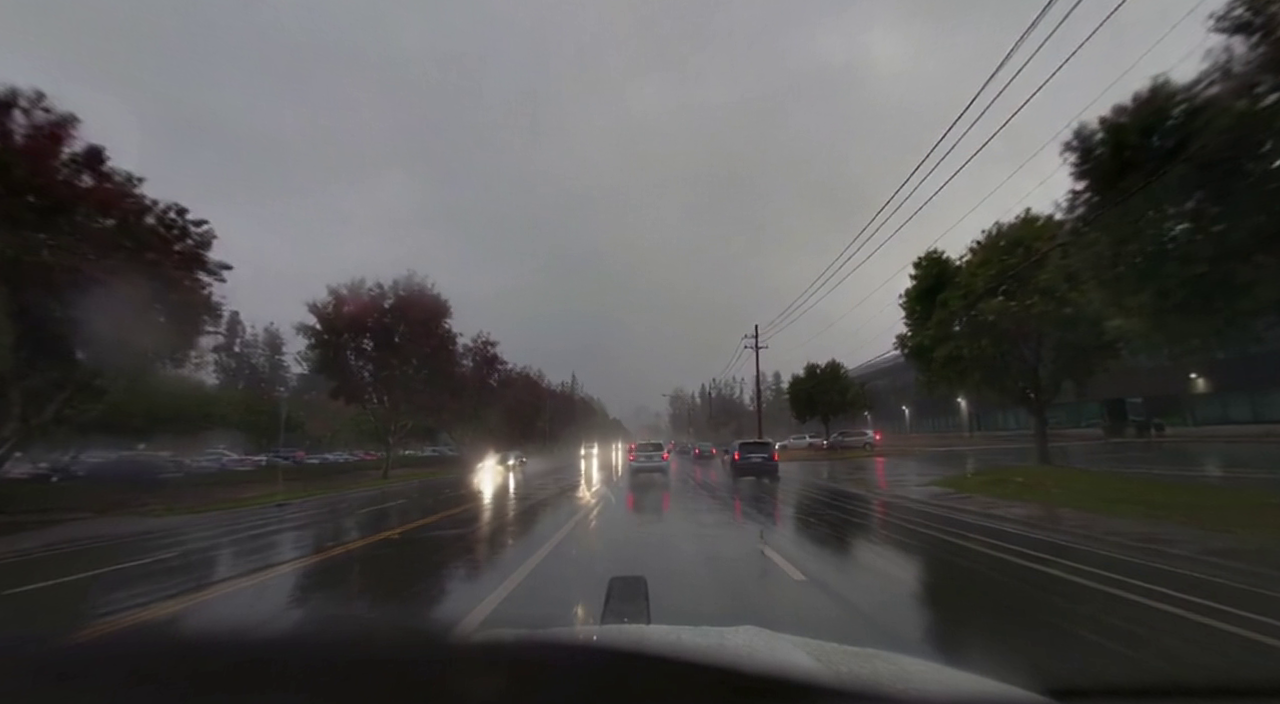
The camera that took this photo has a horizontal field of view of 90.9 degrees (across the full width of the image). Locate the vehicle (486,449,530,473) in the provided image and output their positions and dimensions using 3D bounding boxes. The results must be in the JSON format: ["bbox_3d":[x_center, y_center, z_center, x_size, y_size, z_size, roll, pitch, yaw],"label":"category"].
[{"bbox_3d":[-9.157,7.586,44.121,2.040,1.507,4.598,0,-9,1],"label":"vehicle"}]

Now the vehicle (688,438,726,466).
[{"bbox_3d":[4.307,6.532,41.136,2.024,1.711,4.512,0,-9,0],"label":"vehicle"}]

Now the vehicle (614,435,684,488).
[{"bbox_3d":[0.316,3.788,22.066,2.200,1.653,4.127,0,-9,1],"label":"vehicle"}]

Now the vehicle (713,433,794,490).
[{"bbox_3d":[3.650,3.591,20.986,1.914,1.698,4.049,0,-9,0],"label":"vehicle"}]

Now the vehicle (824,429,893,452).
[{"bbox_3d":[16.496,6.702,47.697,4.392,1.709,2.002,0,-9,0],"label":"vehicle"}]
